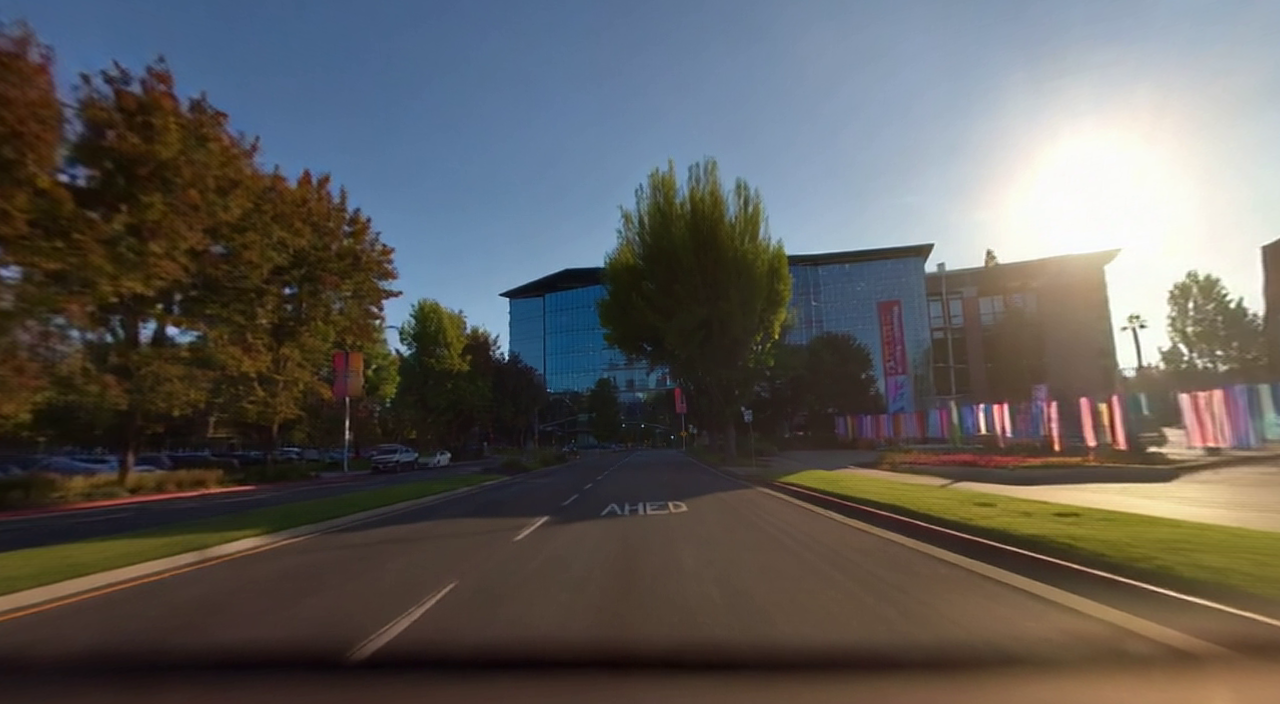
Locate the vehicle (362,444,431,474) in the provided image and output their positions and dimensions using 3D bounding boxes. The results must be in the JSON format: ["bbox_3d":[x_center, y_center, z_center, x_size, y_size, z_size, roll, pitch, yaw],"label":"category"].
[{"bbox_3d":[-17.311,7.626,45.054,2.617,1.997,5.830,0,-9,0],"label":"vehicle"}]
